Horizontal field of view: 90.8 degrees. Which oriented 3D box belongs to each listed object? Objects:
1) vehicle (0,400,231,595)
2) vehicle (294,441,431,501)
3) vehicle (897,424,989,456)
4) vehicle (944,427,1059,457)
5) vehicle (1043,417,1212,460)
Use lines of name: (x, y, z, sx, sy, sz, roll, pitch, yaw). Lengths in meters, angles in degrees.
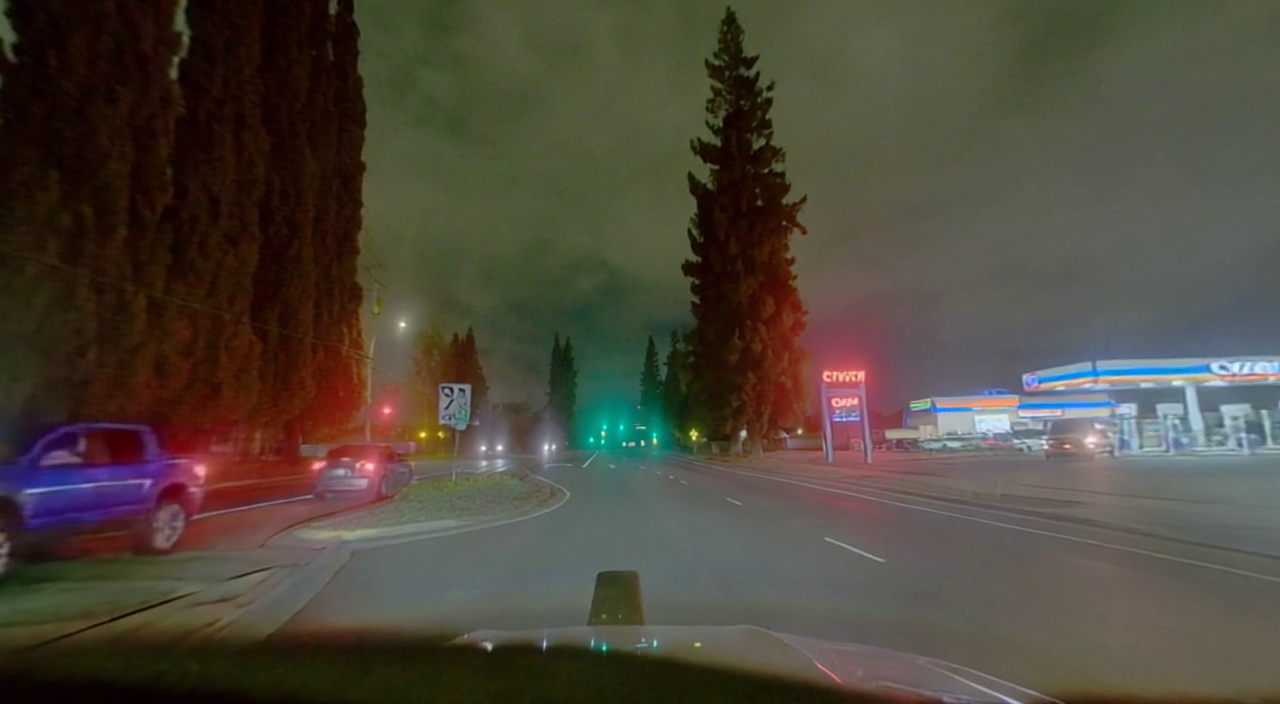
vehicle: (-6.857, 1.494, 6.878, 1.987, 1.747, 4.545, 0, -9, -4)
vehicle: (-7.554, 3.258, 17.778, 1.982, 1.465, 4.376, 0, -9, -2)
vehicle: (18.015, 5.225, 37.694, 4.422, 1.586, 1.990, -2, -7, -3)
vehicle: (18.725, 4.693, 32.856, 4.800, 1.459, 2.051, 1, -9, -4)
vehicle: (19.207, 3.445, 25.064, 4.868, 1.610, 2.223, 0, -9, -2)
